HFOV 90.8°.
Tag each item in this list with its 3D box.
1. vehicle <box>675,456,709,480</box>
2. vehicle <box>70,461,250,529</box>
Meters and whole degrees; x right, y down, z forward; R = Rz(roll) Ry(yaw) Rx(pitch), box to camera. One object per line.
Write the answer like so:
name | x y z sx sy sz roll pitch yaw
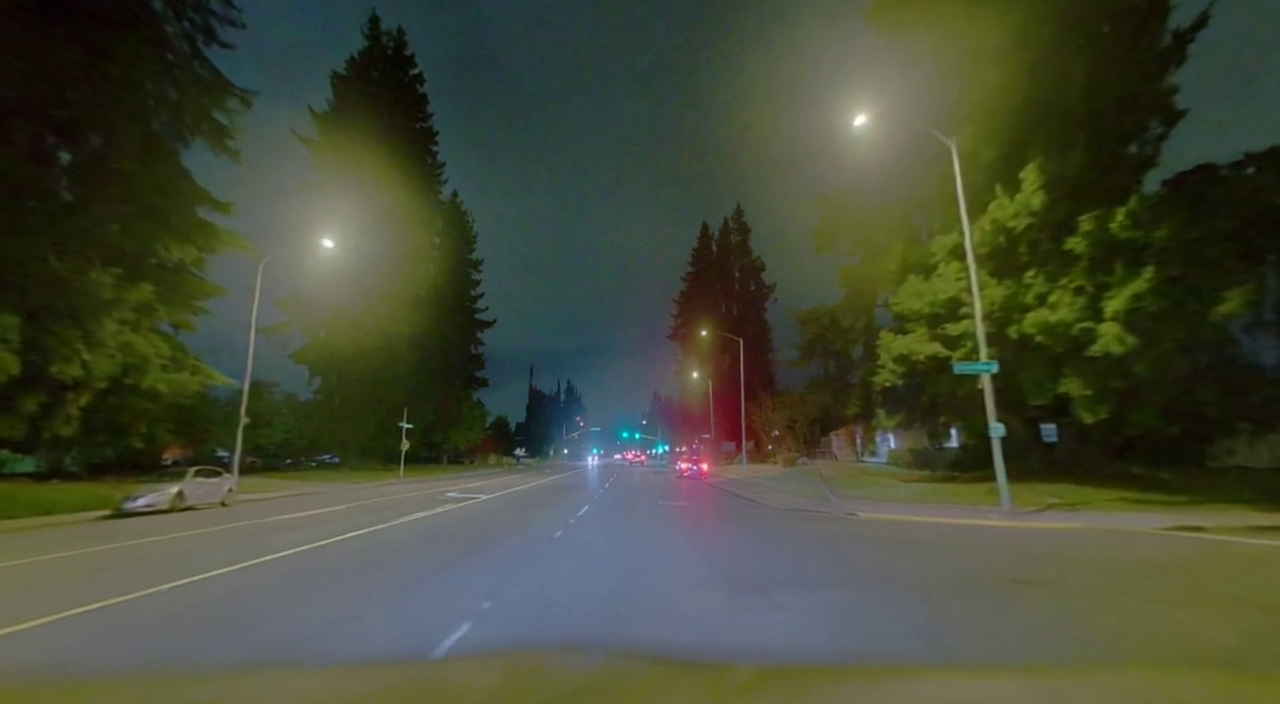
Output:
vehicle | 3.523 7.894 43.286 1.942 1.502 4.244 0 -9 -1
vehicle | -13.885 4.112 18.696 1.941 1.501 4.432 -3 -8 -1
